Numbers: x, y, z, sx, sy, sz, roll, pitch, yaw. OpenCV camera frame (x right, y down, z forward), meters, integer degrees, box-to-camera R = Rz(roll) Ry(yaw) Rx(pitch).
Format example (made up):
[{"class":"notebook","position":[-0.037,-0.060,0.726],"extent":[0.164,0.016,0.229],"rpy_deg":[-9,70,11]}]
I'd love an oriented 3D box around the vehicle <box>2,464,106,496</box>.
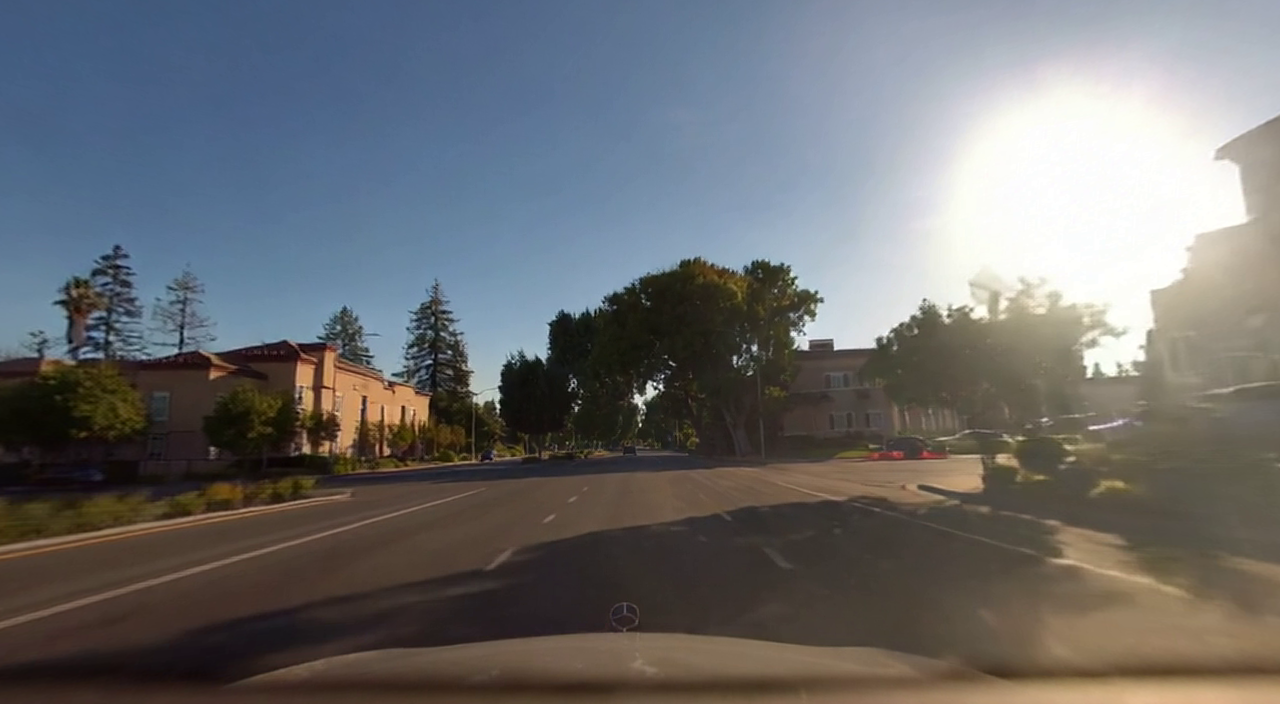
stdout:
[{"class":"vehicle","position":[-36.060,7.844,38.818],"extent":[4.515,1.593,1.827],"rpy_deg":[-3,-10,-2]}]
